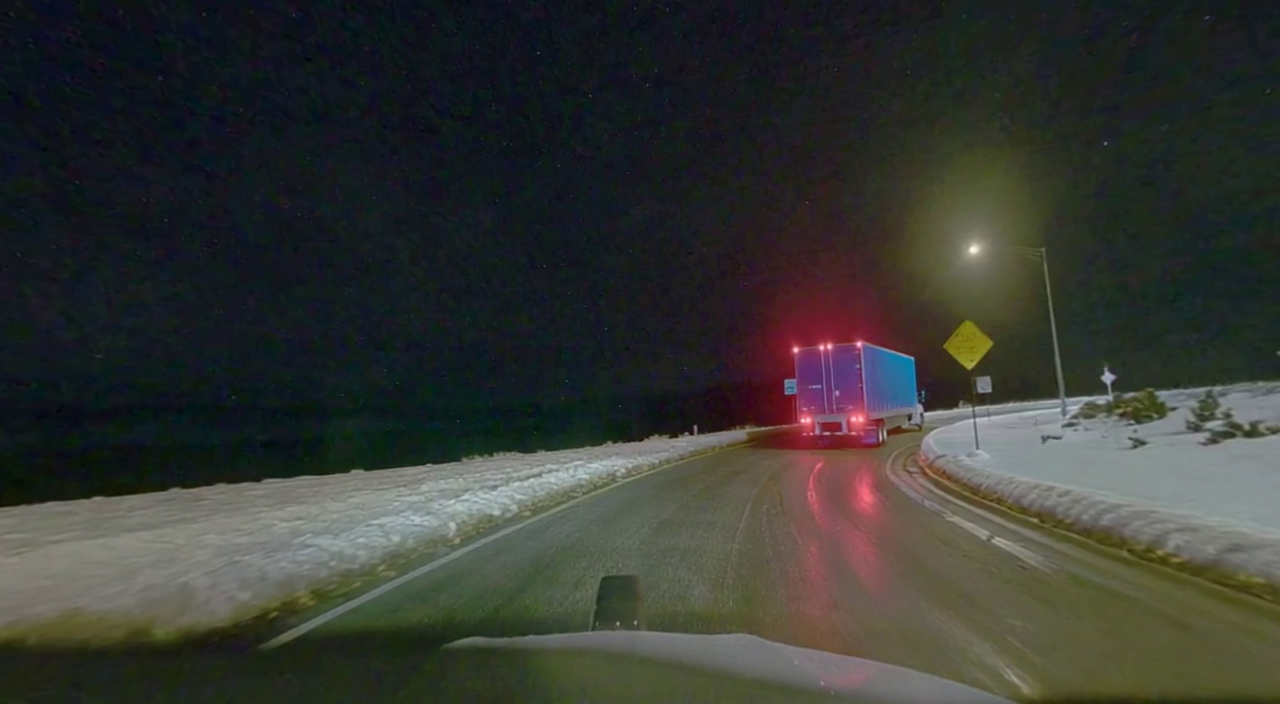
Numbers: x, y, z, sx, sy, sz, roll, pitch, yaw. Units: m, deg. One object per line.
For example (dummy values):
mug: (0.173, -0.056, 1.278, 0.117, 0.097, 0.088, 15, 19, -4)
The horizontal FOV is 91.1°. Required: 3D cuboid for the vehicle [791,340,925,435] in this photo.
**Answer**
vehicle: (10.668, 2.034, 29.756, 2.837, 3.712, 10.484, -6, -10, 36)
